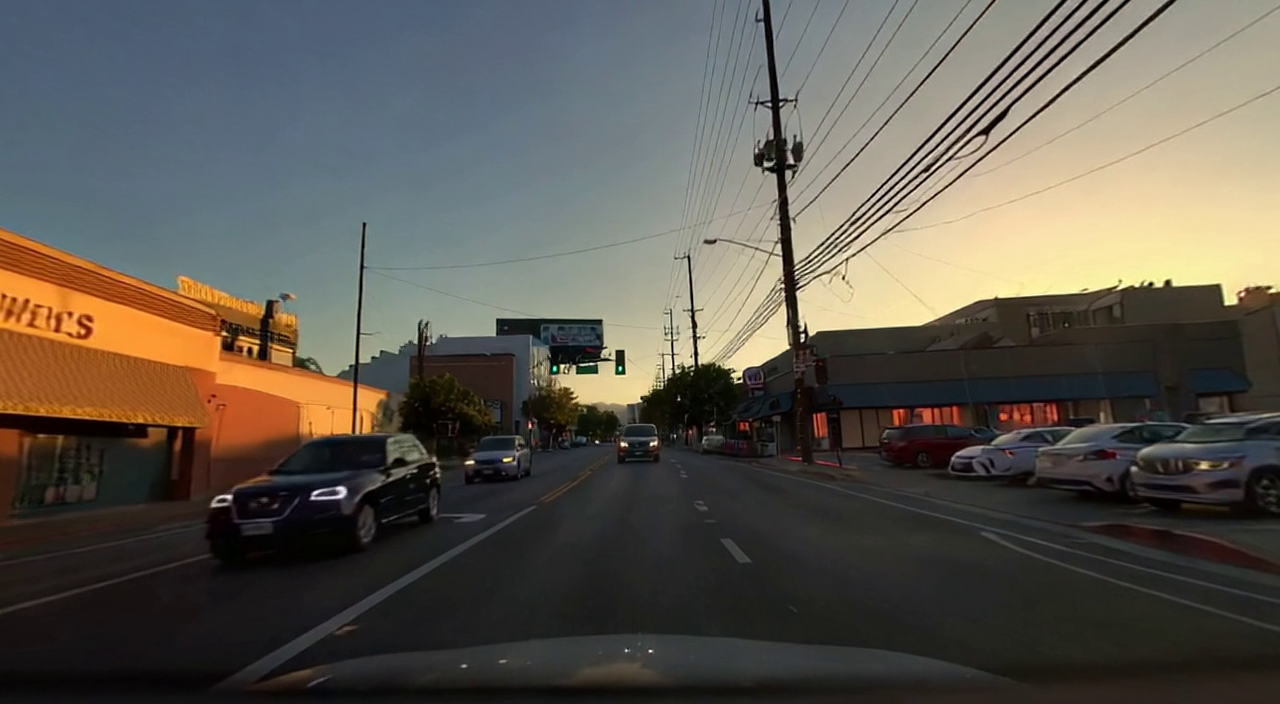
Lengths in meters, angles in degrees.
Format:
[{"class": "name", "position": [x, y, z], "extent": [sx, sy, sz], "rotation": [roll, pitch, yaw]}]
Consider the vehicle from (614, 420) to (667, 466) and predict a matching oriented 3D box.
[{"class": "vehicle", "position": [0.033, 5.114, 35.502], "extent": [2.683, 2.295, 6.404], "rotation": [0, -8, 0]}]

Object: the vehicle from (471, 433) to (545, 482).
[{"class": "vehicle", "position": [-4.599, 3.746, 22.628], "extent": [1.875, 1.595, 3.901], "rotation": [0, -8, -1]}]

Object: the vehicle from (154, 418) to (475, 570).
[{"class": "vehicle", "position": [-4.084, 1.862, 9.181], "extent": [2.033, 1.572, 4.939], "rotation": [0, -8, 0]}]

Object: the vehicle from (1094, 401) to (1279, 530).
[{"class": "vehicle", "position": [10.665, 1.752, 10.252], "extent": [4.937, 1.827, 2.042], "rotation": [-1, -8, 0]}]

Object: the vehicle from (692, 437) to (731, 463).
[{"class": "vehicle", "position": [4.453, 6.197, 40.043], "extent": [1.926, 1.482, 4.442], "rotation": [0, -8, -1]}]
